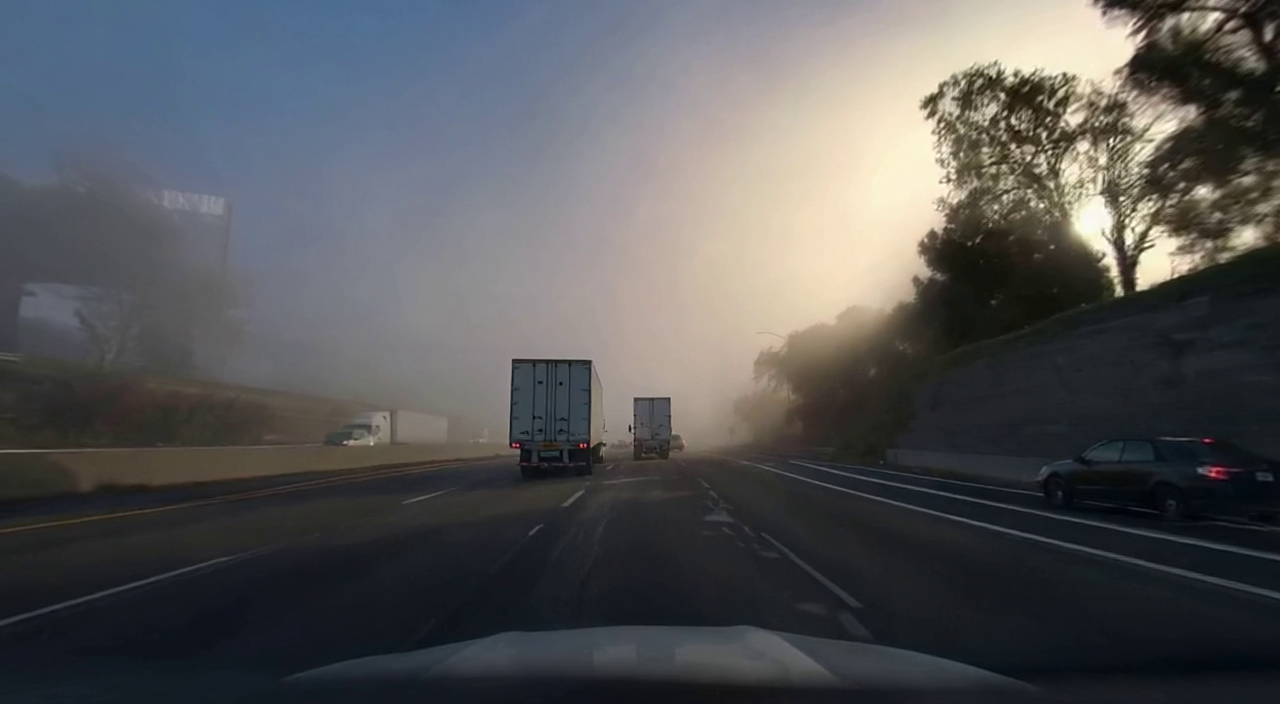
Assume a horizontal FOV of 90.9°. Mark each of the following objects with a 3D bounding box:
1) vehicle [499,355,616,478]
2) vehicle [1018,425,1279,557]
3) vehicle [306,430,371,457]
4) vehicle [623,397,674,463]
[{"bbox_3d":[-2.846,2.860,25.967,2.962,3.947,11.574,0,-8,1],"label":"vehicle"},{"bbox_3d":[8.236,1.969,9.763,1.969,1.560,4.394,0,-8,-1],"label":"vehicle"},{"bbox_3d":[-21.687,6.594,45.635,2.282,1.861,4.626,0,-8,2],"label":"vehicle"},{"bbox_3d":[0.601,5.449,43.458,3.054,3.944,11.230,0,-8,1],"label":"vehicle"}]
